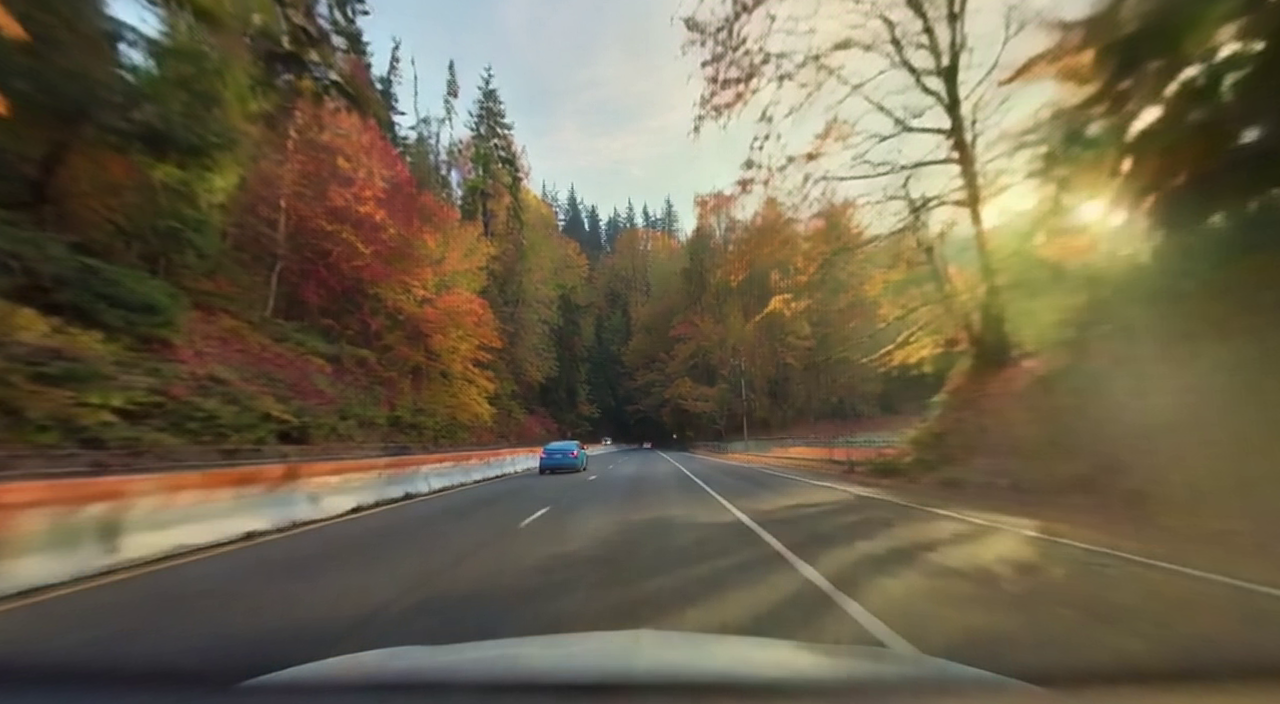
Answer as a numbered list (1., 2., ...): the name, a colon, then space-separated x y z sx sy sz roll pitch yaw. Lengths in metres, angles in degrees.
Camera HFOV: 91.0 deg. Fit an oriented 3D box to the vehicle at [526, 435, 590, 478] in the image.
1. vehicle: -3.088 4.034 24.589 1.902 1.505 4.016 0 -8 1
